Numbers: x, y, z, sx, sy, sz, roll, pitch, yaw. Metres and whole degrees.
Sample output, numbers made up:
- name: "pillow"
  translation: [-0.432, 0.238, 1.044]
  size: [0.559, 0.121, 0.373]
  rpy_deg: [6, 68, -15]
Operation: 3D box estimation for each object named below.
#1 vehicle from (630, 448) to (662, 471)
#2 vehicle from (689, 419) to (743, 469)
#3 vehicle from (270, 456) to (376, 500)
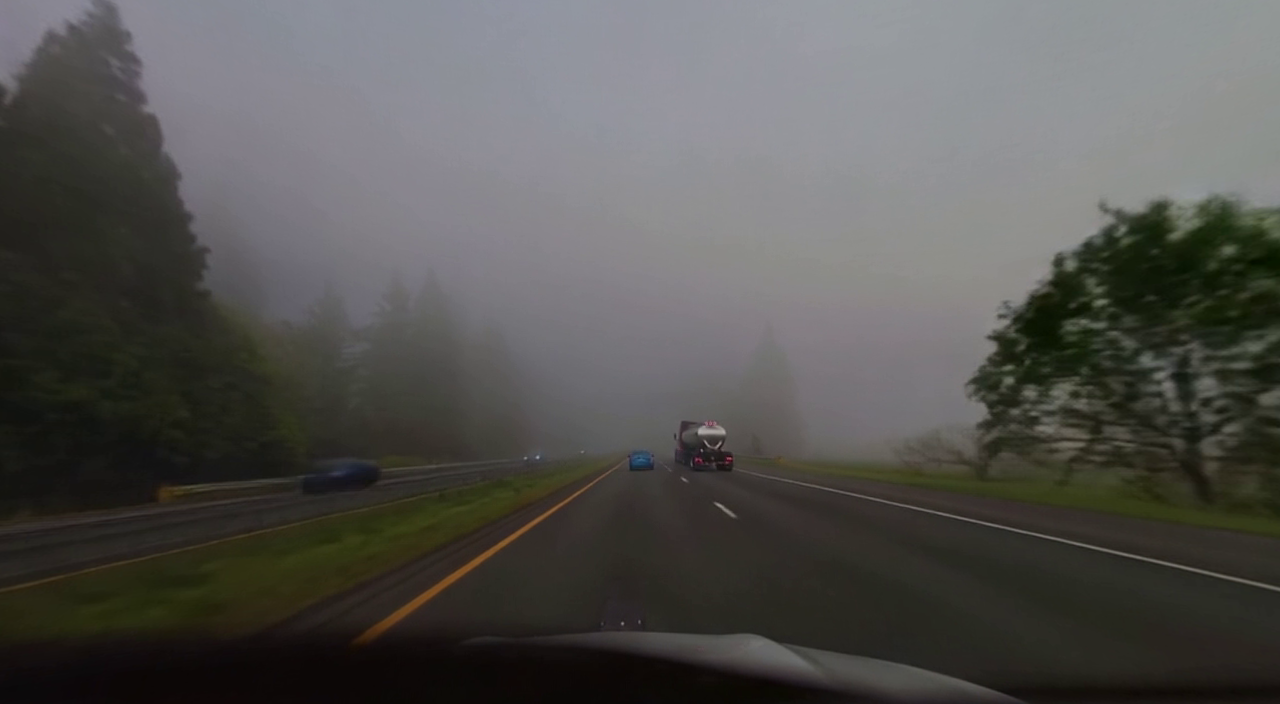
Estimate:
- name: "vehicle"
  translation: [0.371, 6.721, 39.631]
  size: [1.926, 1.386, 3.615]
  rpy_deg: [0, -9, 0]
- name: "vehicle"
  translation: [5.003, 6.288, 42.844]
  size: [2.718, 3.034, 7.395]
  rpy_deg: [0, -9, 0]
- name: "vehicle"
  translation: [-12.215, 4.855, 24.603]
  size: [2.096, 1.487, 3.831]
  rpy_deg: [0, -9, 0]
